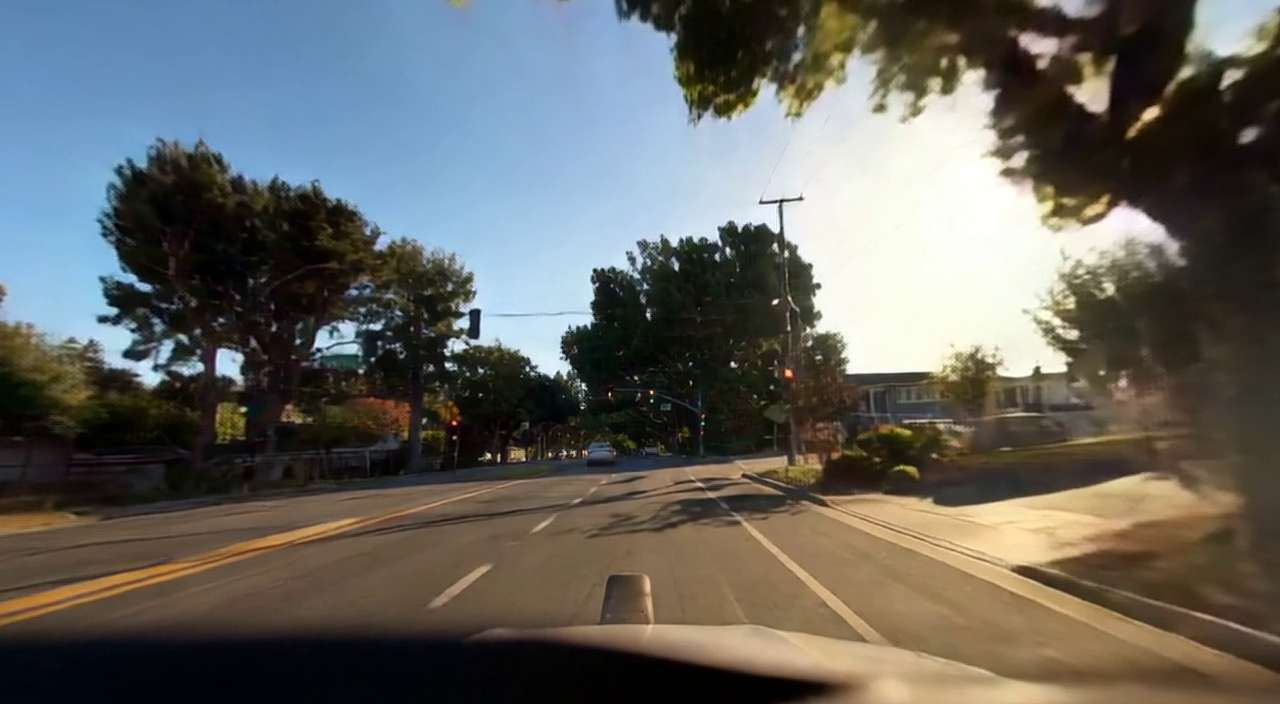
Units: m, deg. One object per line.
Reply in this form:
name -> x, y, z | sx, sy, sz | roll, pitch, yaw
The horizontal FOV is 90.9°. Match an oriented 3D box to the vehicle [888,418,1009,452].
vehicle -> 19.132, 5.213, 39.305 | 6.313, 2.043, 2.272 | 0, -8, -3

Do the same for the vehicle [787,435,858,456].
vehicle -> 13.676, 7.029, 47.368 | 4.665, 1.498, 1.866 | 0, -9, -2

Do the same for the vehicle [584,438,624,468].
vehicle -> -2.145, 6.258, 39.149 | 2.084, 1.701, 4.734 | 0, -8, 2

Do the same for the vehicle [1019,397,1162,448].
vehicle -> 28.552, 4.507, 40.107 | 7.116, 3.077, 2.655 | 0, -8, -4
